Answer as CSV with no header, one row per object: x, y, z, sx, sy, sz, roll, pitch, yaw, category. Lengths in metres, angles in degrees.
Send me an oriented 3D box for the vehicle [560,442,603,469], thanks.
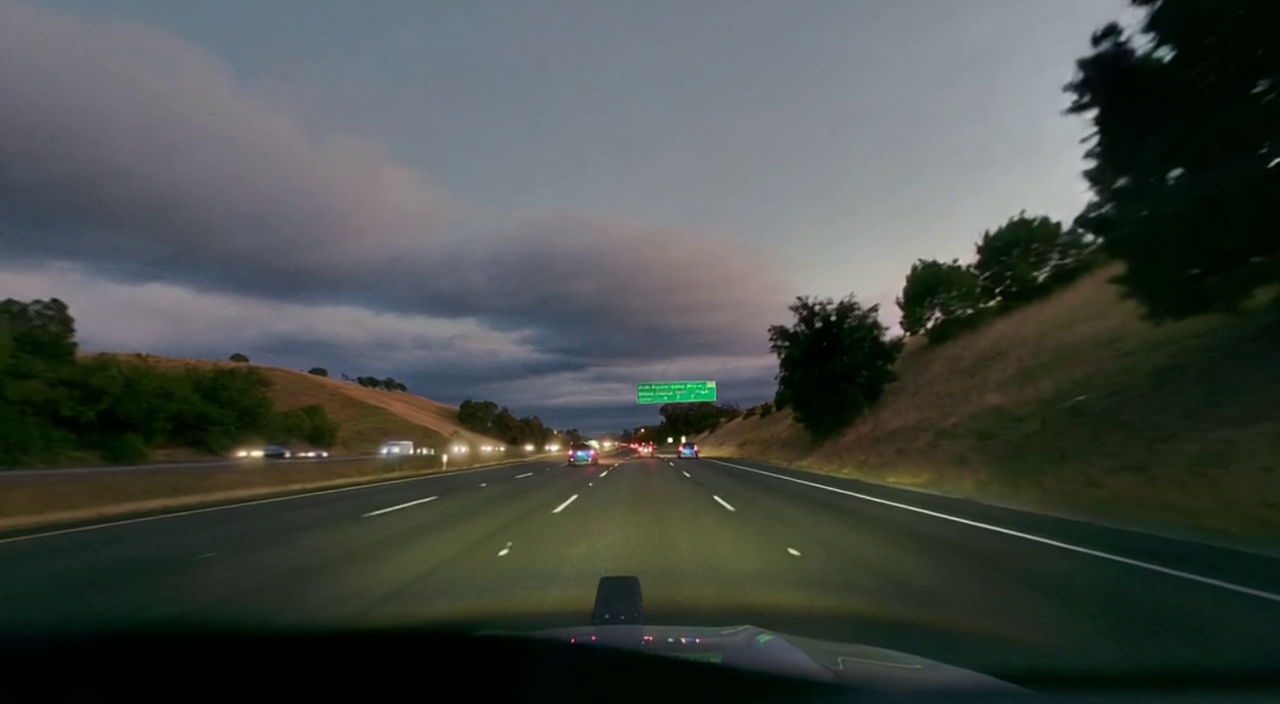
-3.492,6.271,38.475,2.159,1.562,4.441,0,-8,1,vehicle

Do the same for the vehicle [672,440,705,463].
3.664,7.629,48.624,2.168,1.681,4.279,0,-8,0,vehicle
